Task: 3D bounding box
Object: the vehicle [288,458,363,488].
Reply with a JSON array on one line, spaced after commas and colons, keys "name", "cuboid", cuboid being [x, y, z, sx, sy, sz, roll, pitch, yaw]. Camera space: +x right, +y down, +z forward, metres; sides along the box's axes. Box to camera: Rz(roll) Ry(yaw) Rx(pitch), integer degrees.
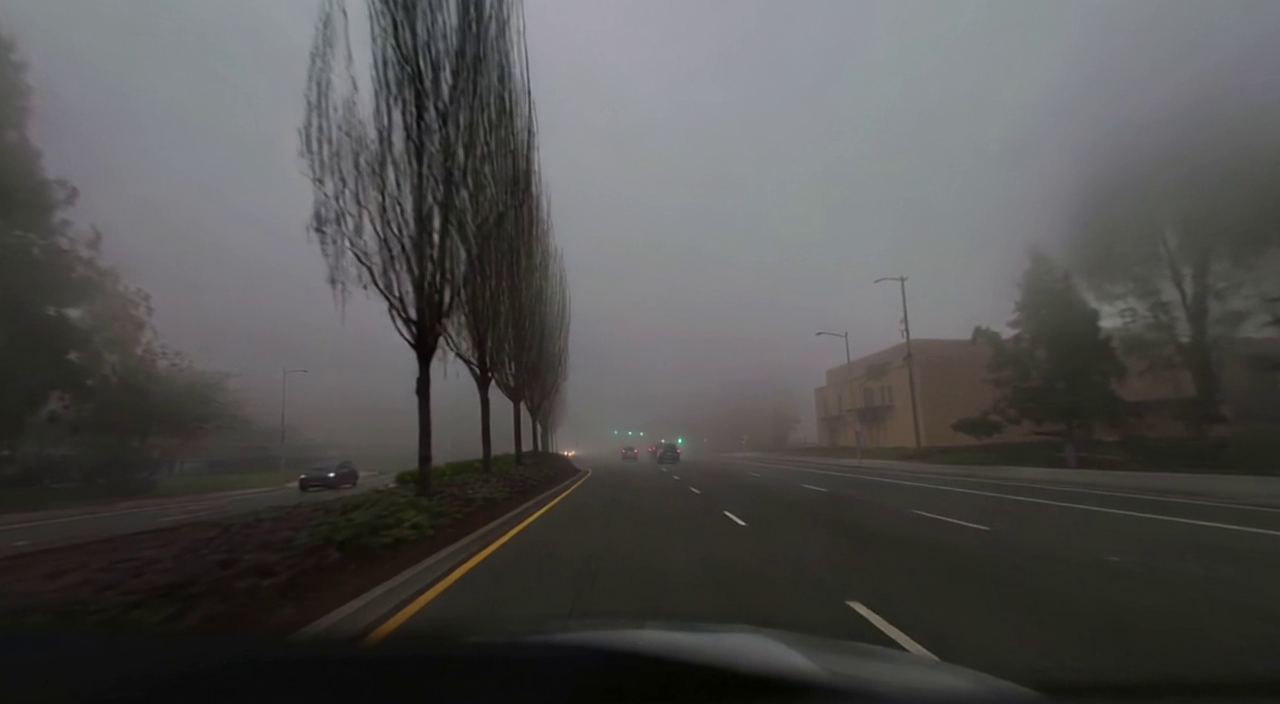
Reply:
[{"name": "vehicle", "cuboid": [-18.167, 7.001, 36.765, 1.914, 1.524, 4.768, 0, -9, -1]}]
